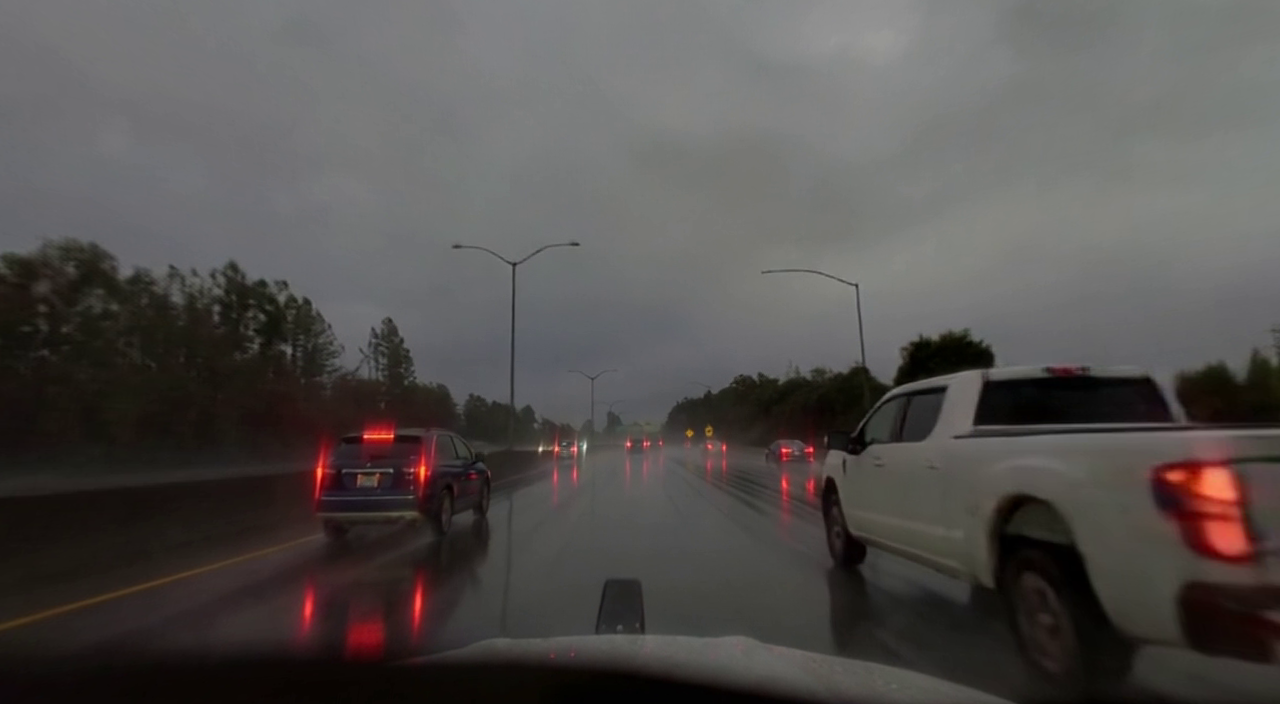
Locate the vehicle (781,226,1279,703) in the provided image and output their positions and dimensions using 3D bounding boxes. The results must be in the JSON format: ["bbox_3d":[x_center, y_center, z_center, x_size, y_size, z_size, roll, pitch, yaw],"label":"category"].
[{"bbox_3d":[2.778,0.966,4.486,2.200,1.870,5.649,0,-8,0],"label":"vehicle"}]

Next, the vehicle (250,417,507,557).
[{"bbox_3d":[-3.581,1.928,9.766,2.119,1.654,4.353,0,-8,0],"label":"vehicle"}]

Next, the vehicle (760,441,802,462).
[{"bbox_3d":[9.784,6.935,44.087,1.910,1.384,3.867,0,-8,-1],"label":"vehicle"}]

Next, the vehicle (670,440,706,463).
[{"bbox_3d":[3.256,6.848,43.648,2.007,1.469,4.337,0,-8,-2],"label":"vehicle"}]

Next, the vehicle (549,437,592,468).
[{"bbox_3d":[-3.954,5.796,36.540,1.992,1.651,4.185,0,-8,0],"label":"vehicle"}]
